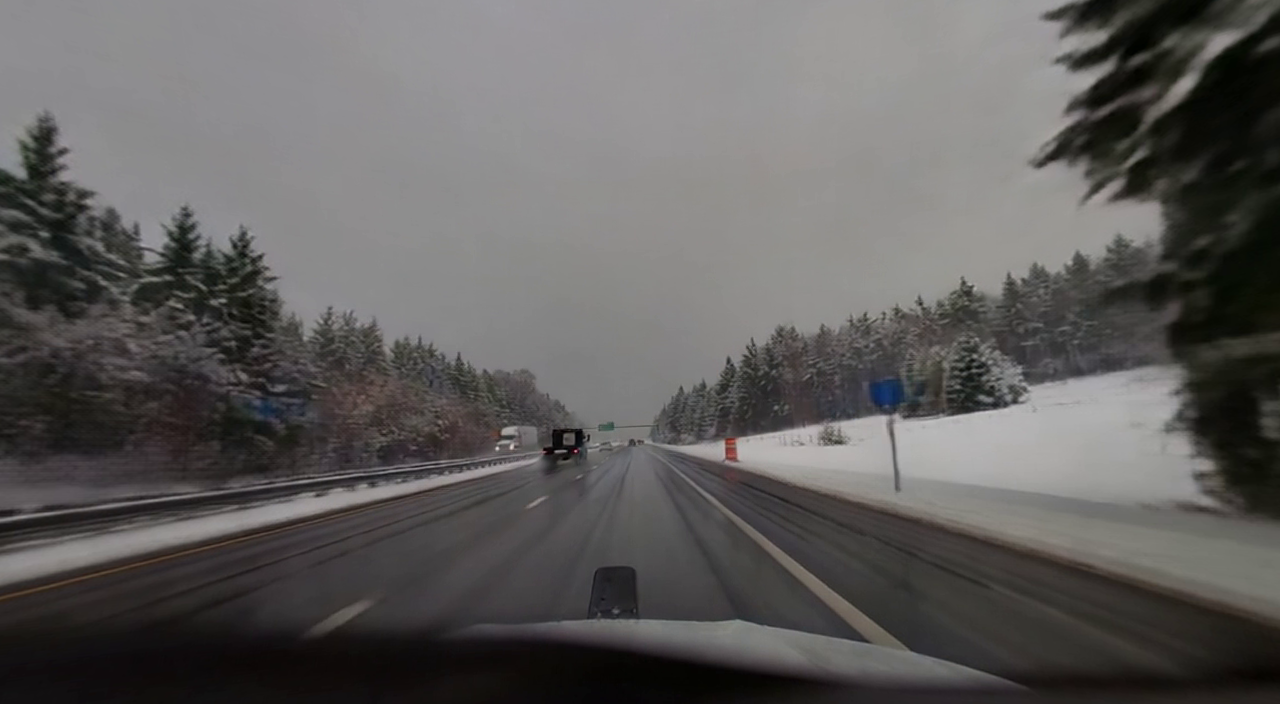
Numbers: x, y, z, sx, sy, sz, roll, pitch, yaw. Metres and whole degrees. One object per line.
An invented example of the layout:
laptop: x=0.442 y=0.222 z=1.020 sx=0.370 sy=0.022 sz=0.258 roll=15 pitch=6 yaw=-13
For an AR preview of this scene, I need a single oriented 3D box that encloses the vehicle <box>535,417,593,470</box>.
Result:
vehicle: x=-4.006 y=4.967 z=34.317 sx=2.484 sy=2.625 sz=5.907 roll=0 pitch=-8 yaw=-1
